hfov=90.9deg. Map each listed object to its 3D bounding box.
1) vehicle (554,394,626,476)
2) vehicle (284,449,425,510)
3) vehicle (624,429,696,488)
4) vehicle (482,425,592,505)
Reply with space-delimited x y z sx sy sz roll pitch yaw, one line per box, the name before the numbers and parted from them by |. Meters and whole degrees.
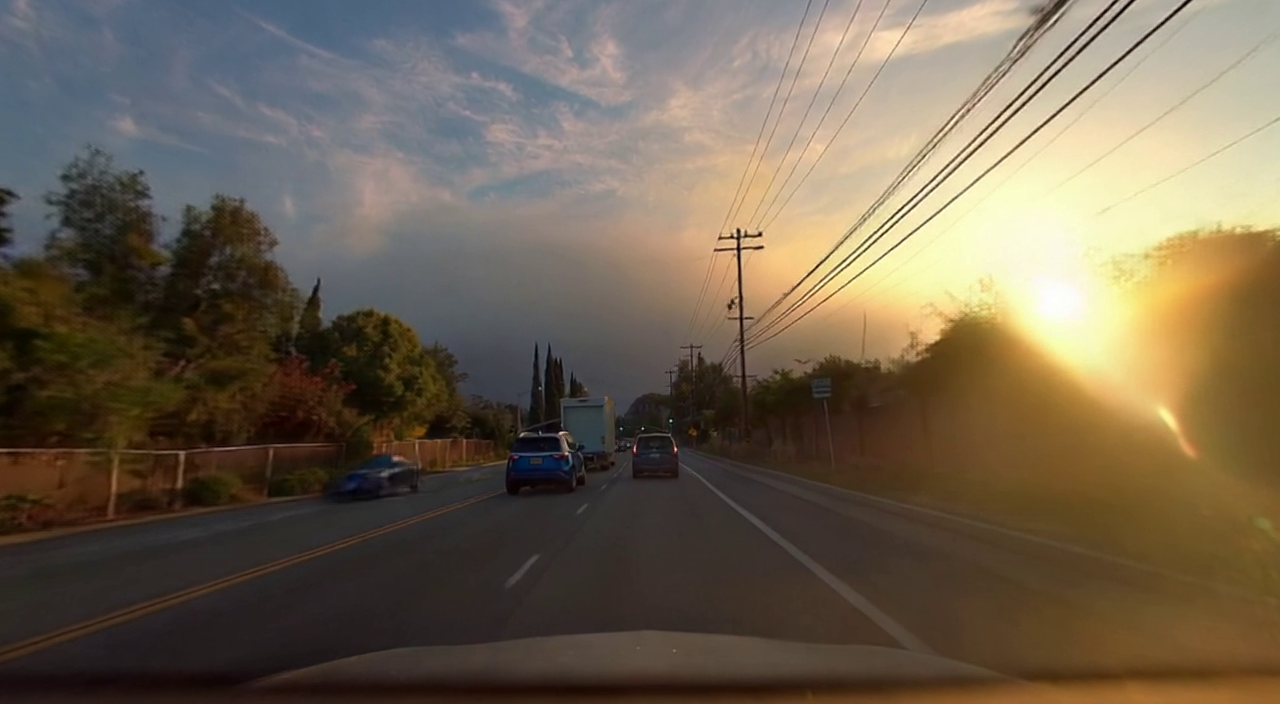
vehicle | -2.394 4.592 34.124 2.928 3.658 10.953 0 -9 0
vehicle | -8.239 3.693 18.729 2.081 1.568 4.265 -1 -9 1
vehicle | 0.627 3.532 21.053 2.174 1.749 4.113 -1 -9 1
vehicle | -2.591 3.001 17.093 2.093 1.832 4.508 -1 -9 2
